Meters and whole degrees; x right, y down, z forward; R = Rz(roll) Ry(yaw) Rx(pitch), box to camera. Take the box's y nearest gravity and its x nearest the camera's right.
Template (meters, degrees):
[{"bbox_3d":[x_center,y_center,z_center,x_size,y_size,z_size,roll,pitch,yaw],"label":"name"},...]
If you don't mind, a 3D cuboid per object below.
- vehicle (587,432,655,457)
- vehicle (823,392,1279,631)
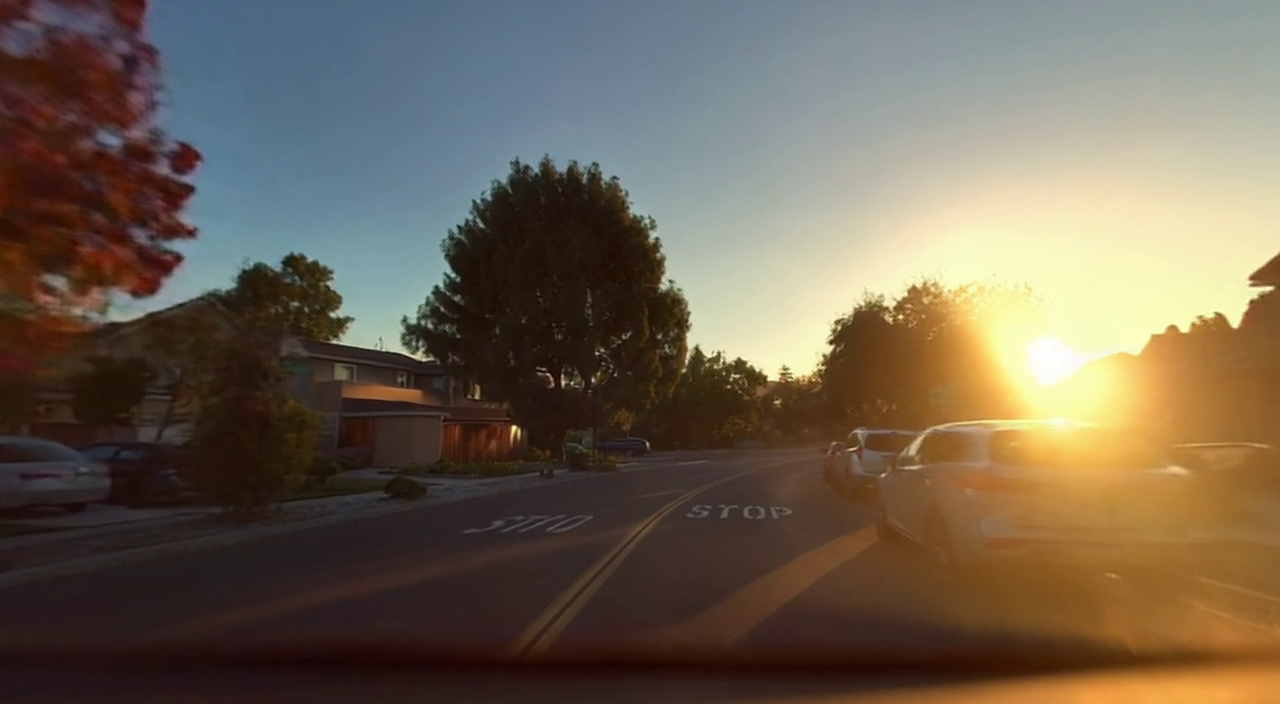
[{"bbox_3d":[-1.459,7.150,48.499,4.870,1.813,1.910,-4,-9,21],"label":"vehicle"},{"bbox_3d":[3.761,1.473,6.917,2.692,1.649,4.689,-1,-9,8],"label":"vehicle"}]
